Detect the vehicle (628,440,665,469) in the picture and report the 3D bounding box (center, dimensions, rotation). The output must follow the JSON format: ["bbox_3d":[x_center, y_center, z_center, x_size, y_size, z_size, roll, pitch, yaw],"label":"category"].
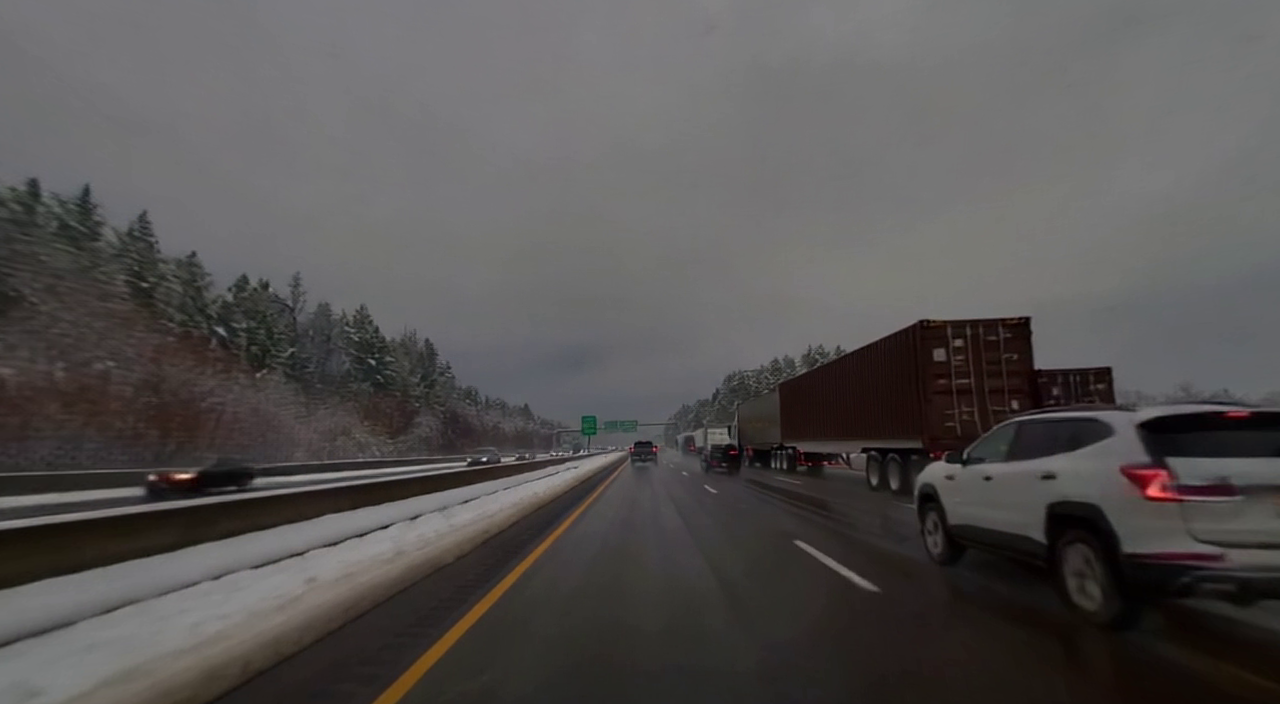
[{"bbox_3d":[0.433,6.571,40.589,2.313,1.736,4.215,0,-8,1],"label":"vehicle"}]

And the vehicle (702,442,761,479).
[{"bbox_3d":[3.940,4.758,27.833,1.888,1.501,4.608,0,-8,0],"label":"vehicle"}]

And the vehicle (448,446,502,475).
[{"bbox_3d":[-10.007,6.589,38.426,1.986,1.581,4.469,0,-8,2],"label":"vehicle"}]

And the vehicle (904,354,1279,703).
[{"bbox_3d":[3.823,1.124,4.570,1.972,1.693,4.139,0,-8,0],"label":"vehicle"}]

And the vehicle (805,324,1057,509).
[{"bbox_3d":[7.490,2.023,18.251,2.784,4.002,9.298,0,-8,0],"label":"vehicle"}]
